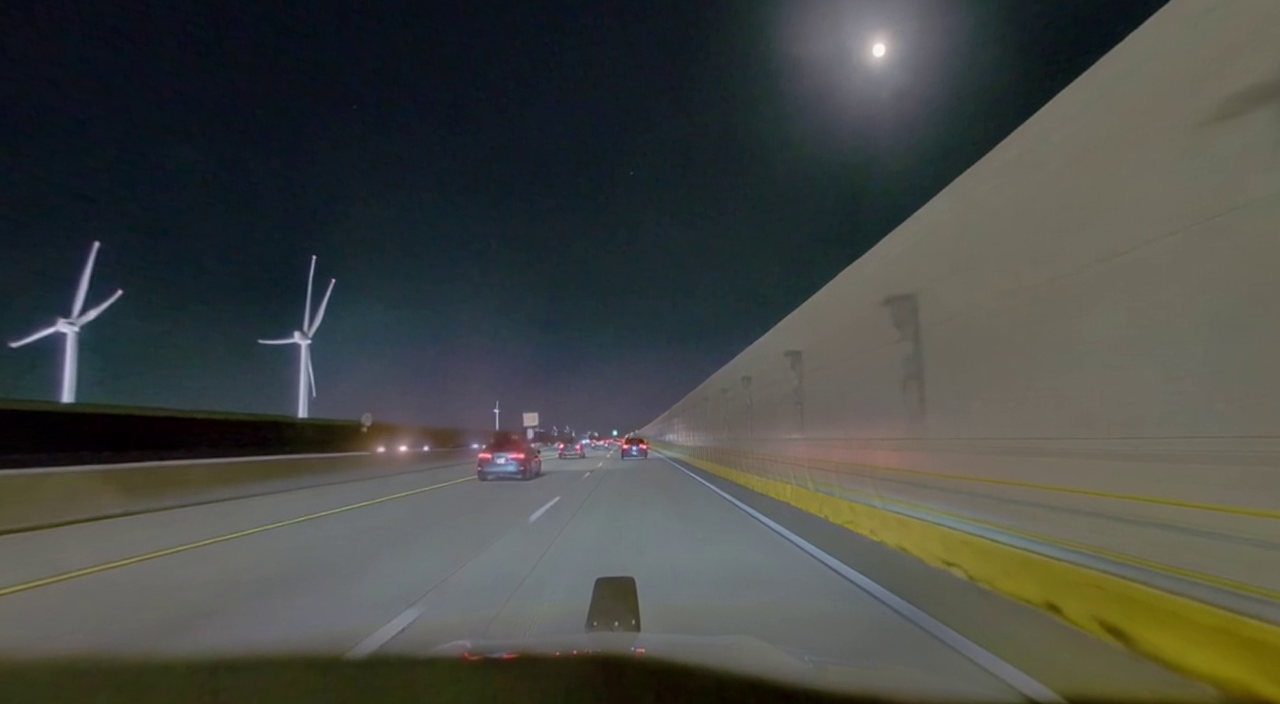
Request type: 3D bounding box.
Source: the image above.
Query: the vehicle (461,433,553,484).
[{"bbox_3d":[-4.215,3.446,20.796,1.998,1.468,4.635,0,-8,0],"label":"vehicle"}]

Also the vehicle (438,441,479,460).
[{"bbox_3d":[-14.129,7.683,49.294,2.102,1.424,4.011,0,-8,-1],"label":"vehicle"}]

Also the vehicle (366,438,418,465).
[{"bbox_3d":[-18.450,7.370,47.120,2.109,1.898,4.672,0,-8,-1],"label":"vehicle"}]

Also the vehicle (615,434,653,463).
[{"bbox_3d":[-0.376,5.417,35.486,2.027,1.550,3.607,0,-8,-1],"label":"vehicle"}]

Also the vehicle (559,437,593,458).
[{"bbox_3d":[-4.564,6.873,45.300,2.059,1.436,3.802,0,-8,-1],"label":"vehicle"}]
